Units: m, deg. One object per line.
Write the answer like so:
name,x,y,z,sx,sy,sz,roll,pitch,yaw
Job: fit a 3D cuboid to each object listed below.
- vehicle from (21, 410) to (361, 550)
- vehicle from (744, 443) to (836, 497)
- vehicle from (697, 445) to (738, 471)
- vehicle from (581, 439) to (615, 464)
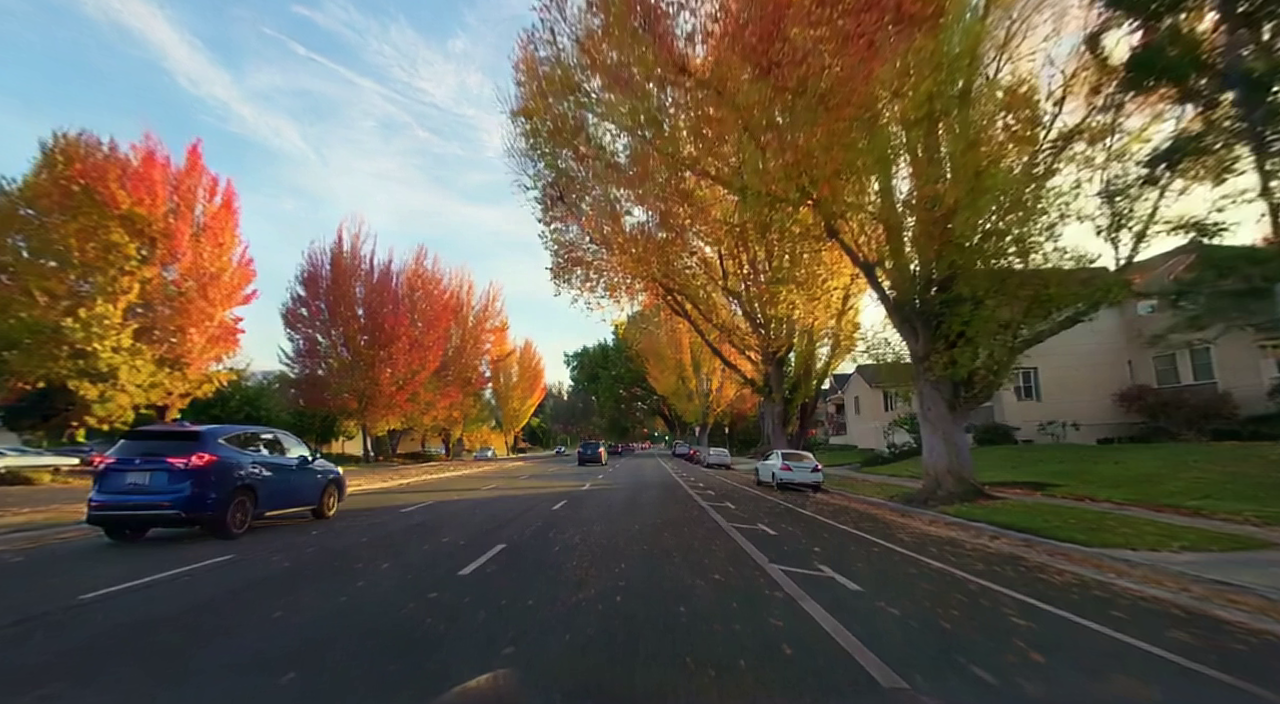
vehicle,-6.578,1.924,10.100,2.034,1.711,4.512,0,-9,1
vehicle,4.637,3.702,20.167,1.939,1.504,4.189,0,-9,0
vehicle,4.935,6.818,40.699,1.952,1.505,4.713,0,-9,-1
vehicle,-3.085,7.497,47.476,2.228,1.796,4.491,0,-9,1
